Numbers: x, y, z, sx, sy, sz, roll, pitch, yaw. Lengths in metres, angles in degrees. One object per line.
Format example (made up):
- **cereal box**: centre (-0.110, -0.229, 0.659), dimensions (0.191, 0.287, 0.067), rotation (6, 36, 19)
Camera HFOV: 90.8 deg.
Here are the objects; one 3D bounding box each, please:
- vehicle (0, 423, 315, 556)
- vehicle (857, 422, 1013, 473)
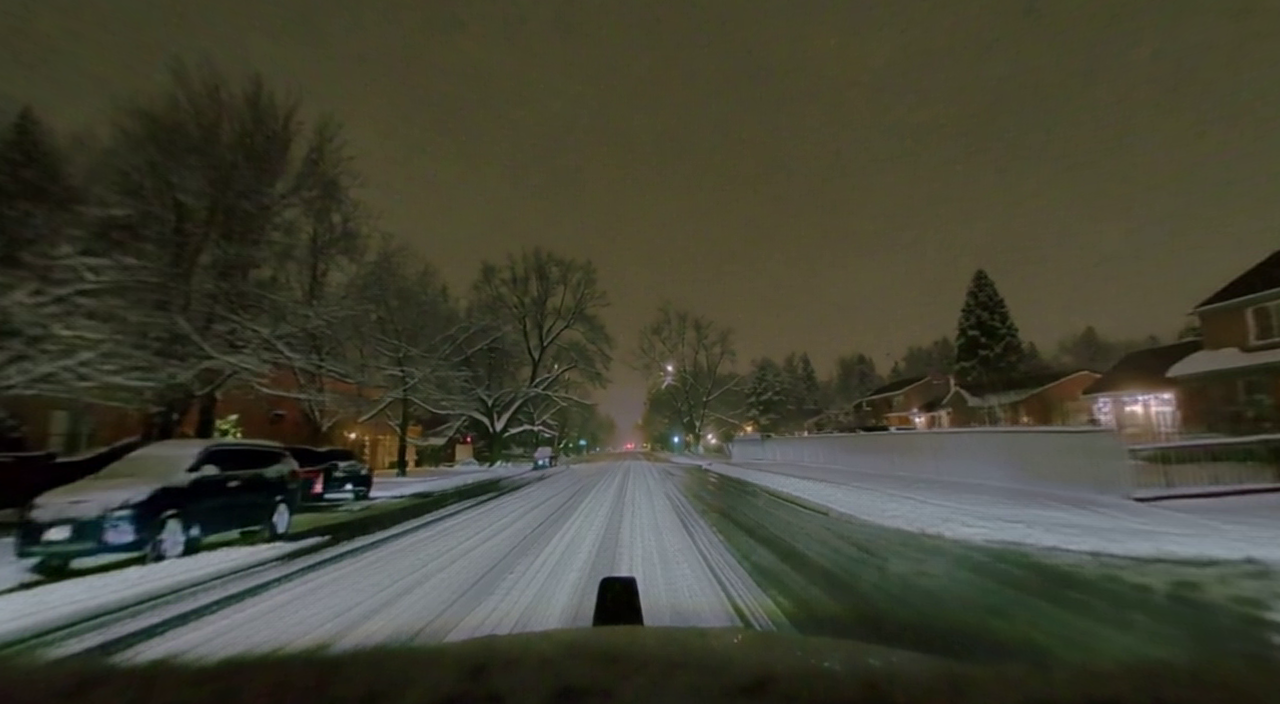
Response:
- **vehicle**: centre (-8.427, 2.391, 11.518), dimensions (2.352, 1.843, 4.979), rotation (-1, -10, 0)
- **vehicle**: centre (12.093, 3.931, 26.115), dimensions (5.367, 1.953, 2.257), rotation (1, -9, -9)
